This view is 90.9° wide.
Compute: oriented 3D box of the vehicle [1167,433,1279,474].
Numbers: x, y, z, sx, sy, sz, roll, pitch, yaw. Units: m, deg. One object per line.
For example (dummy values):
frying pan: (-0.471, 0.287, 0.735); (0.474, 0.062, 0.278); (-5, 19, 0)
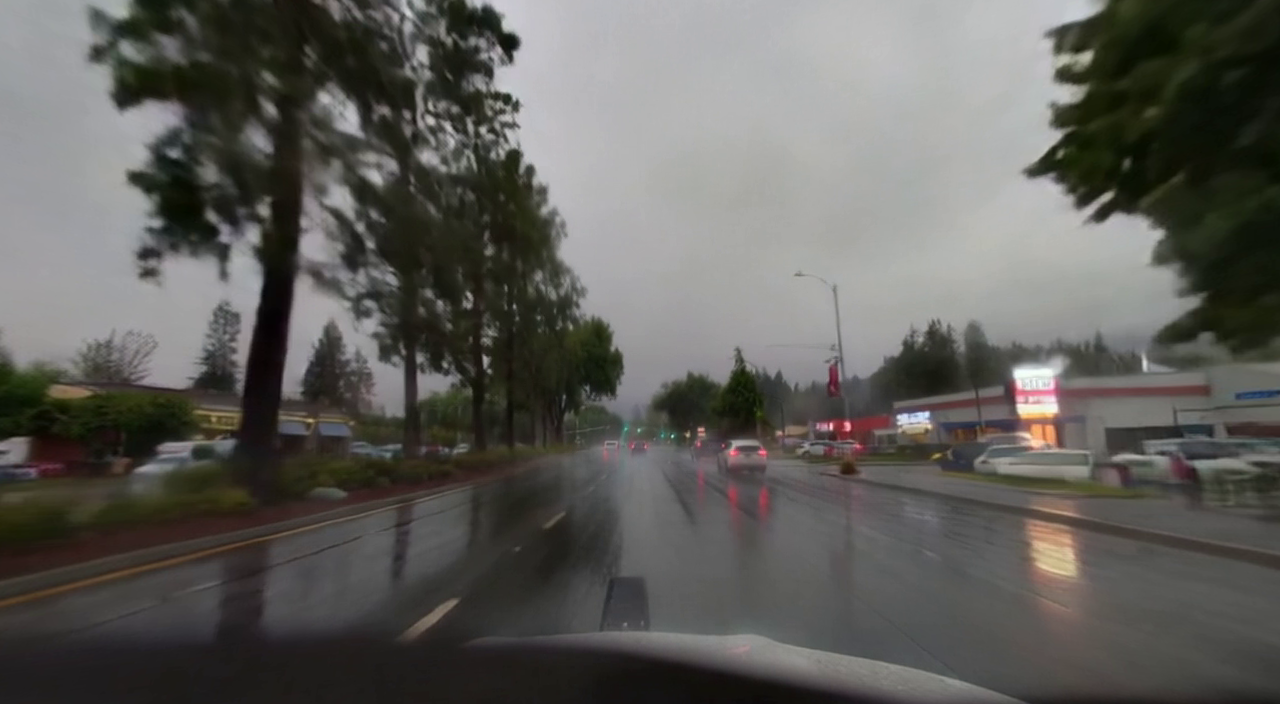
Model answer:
vehicle: (26.610, 4.520, 28.212); (4.147, 1.545, 2.108); (-3, -8, -4)

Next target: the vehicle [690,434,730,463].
vehicle: (4.806, 6.719, 44.028); (2.140, 1.921, 4.431); (0, -8, -2)

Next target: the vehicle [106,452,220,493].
vehicle: (-22.228, 5.609, 29.629); (1.997, 1.637, 4.386); (-2, -8, -2)

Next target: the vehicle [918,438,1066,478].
vehicle: (14.463, 4.378, 26.095); (4.909, 1.463, 1.924); (-2, -8, 1)

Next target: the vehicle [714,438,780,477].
vehicle: (4.337, 4.333, 26.213); (1.916, 1.459, 4.335); (0, -8, -1)
